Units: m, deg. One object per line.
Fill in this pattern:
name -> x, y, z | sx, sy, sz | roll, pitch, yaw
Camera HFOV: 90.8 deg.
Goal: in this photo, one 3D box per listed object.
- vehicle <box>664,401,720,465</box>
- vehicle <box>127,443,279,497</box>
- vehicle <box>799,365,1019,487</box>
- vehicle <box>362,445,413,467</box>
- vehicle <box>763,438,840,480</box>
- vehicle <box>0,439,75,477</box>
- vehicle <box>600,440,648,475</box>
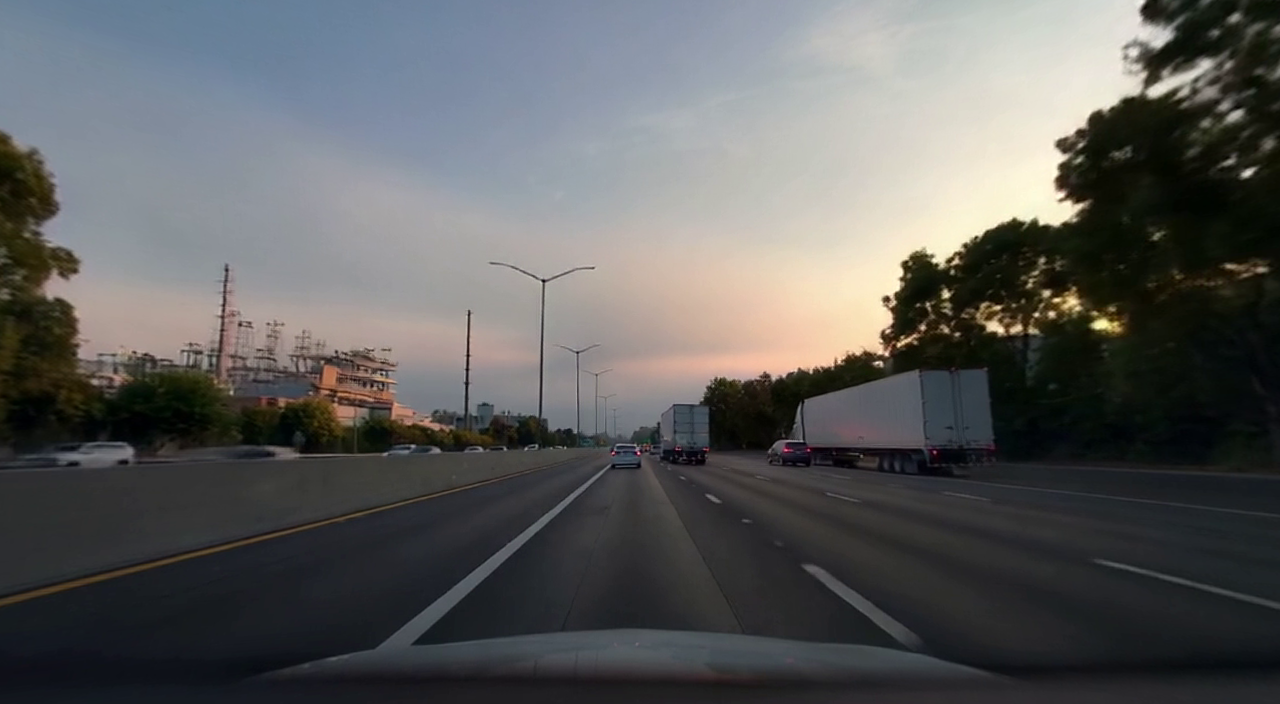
vehicle -> 3.547, 6.024, 46.041 | 2.999, 4.127, 10.526 | 0, -9, -1
vehicle -> -12.849, 3.471, 18.898 | 1.840, 1.413, 3.738 | 0, -9, 0
vehicle -> 11.304, 3.804, 30.124 | 2.898, 4.171, 17.188 | 0, -9, 0
vehicle -> -16.705, 6.883, 42.004 | 1.429, 1.331, 4.546 | 0, -9, 0
vehicle -> 6.956, 4.654, 27.738 | 2.154, 1.658, 4.347 | 0, -9, -1
vehicle -> -42.348, 7.259, 43.345 | 2.194, 2.394, 5.779 | 1, -9, -7
vehicle -> -0.756, 5.104, 30.732 | 2.163, 1.551, 4.180 | 0, -9, -1
